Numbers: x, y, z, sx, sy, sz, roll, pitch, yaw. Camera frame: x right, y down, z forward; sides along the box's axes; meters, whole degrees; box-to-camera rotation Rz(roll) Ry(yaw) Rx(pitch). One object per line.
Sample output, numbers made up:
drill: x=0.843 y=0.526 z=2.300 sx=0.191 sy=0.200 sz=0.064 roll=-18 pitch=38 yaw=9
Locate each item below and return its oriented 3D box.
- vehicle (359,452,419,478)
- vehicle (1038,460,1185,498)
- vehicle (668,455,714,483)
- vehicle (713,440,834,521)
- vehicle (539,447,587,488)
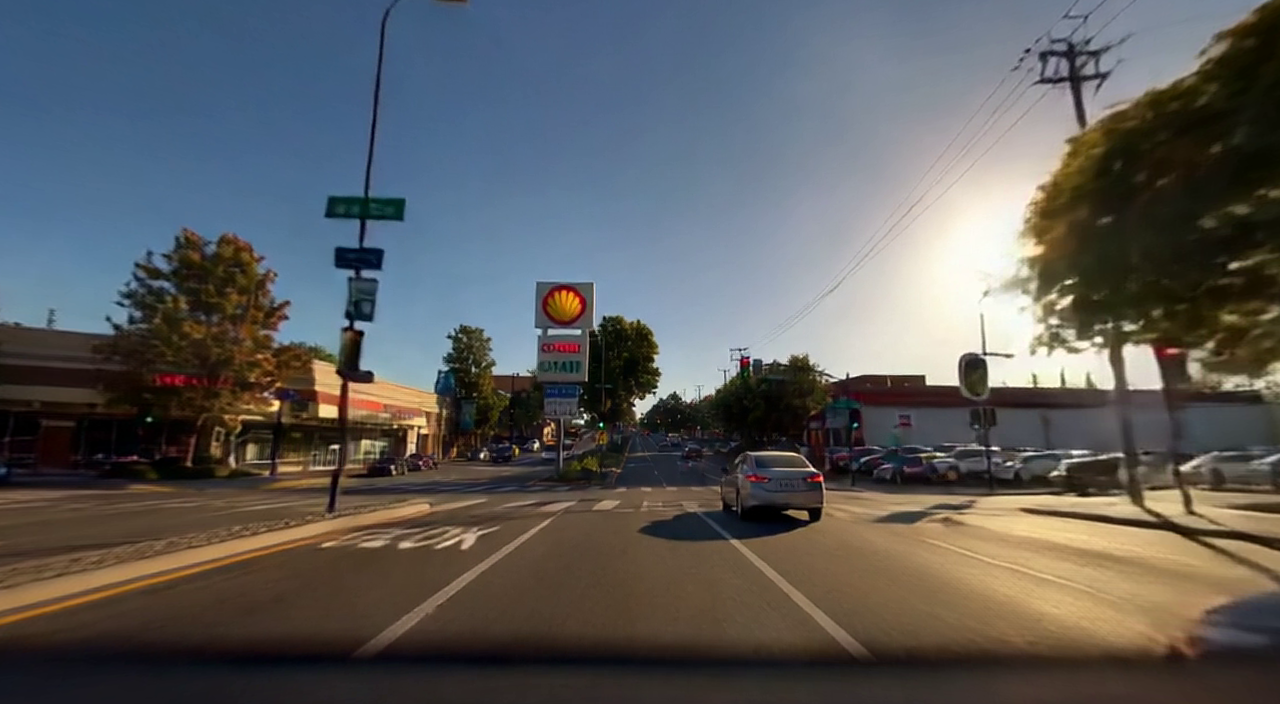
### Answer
vehicle: x=-17.792 y=8.021 z=44.917 sx=1.956 sy=1.634 sz=5.000 roll=0 pitch=-9 yaw=3
vehicle: x=20.901 y=5.648 z=28.091 sx=4.727 sy=1.514 sz=2.211 roll=0 pitch=-9 yaw=1
vehicle: x=2.937 y=6.883 z=37.186 sx=2.282 sy=1.458 sz=4.362 roll=1 pitch=-9 yaw=0
vehicle: x=3.076 y=3.049 z=15.499 sx=1.999 sy=1.679 sz=4.217 roll=1 pitch=-9 yaw=-1
vehicle: x=-3.747 y=5.776 z=31.087 sx=2.189 sy=1.836 sz=4.693 roll=1 pitch=-12 yaw=-6
